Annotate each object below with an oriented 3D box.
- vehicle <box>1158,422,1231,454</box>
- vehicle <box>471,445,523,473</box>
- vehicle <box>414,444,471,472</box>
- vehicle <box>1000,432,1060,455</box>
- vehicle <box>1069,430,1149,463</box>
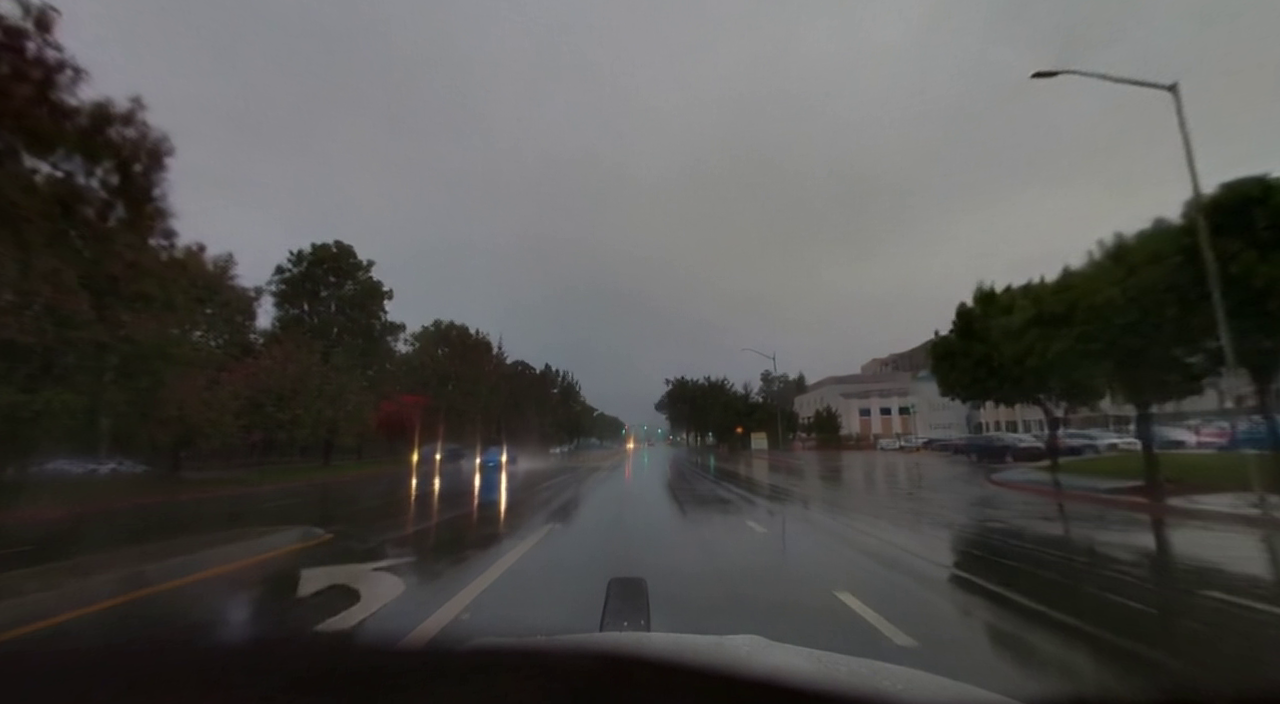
[{"bbox_3d":[36.636,5.668,41.598,5.504,1.957,2.290,4,-10,-37],"label":"vehicle"},{"bbox_3d":[-8.036,6.045,35.860,1.911,1.499,4.032,-1,-8,2],"label":"vehicle"},{"bbox_3d":[-14.872,8.015,47.918,2.209,1.931,5.813,-1,-8,3],"label":"vehicle"},{"bbox_3d":[30.309,7.094,48.945,5.036,1.698,2.031,6,-10,-35],"label":"vehicle"},{"bbox_3d":[24.988,5.013,33.535,4.512,1.648,1.938,5,-10,-34],"label":"vehicle"}]
